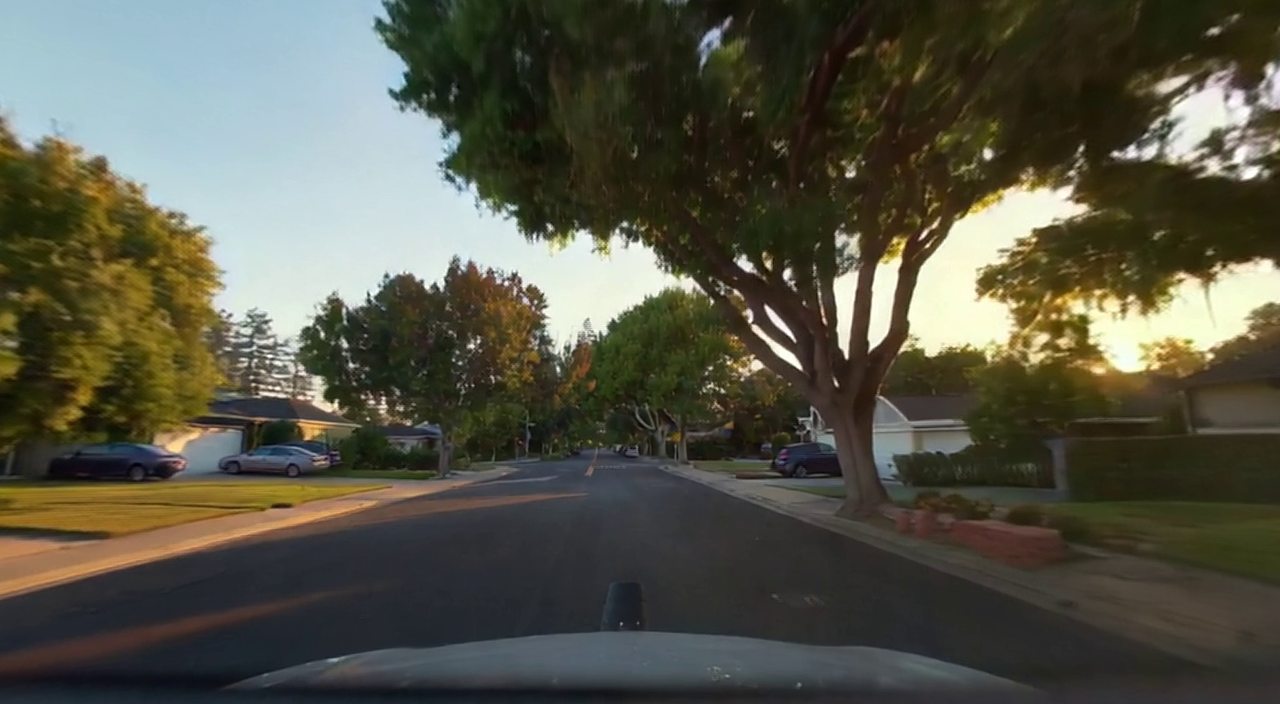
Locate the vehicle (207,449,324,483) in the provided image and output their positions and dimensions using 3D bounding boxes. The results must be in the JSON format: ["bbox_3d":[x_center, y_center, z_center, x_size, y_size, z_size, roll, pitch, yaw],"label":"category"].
[{"bbox_3d":[-17.930,5.472,30.433,4.307,1.508,2.072,0,-9,-2],"label":"vehicle"}]

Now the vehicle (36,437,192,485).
[{"bbox_3d":[-21.329,4.439,25.806,4.359,1.789,2.123,0,-9,-3],"label":"vehicle"}]
